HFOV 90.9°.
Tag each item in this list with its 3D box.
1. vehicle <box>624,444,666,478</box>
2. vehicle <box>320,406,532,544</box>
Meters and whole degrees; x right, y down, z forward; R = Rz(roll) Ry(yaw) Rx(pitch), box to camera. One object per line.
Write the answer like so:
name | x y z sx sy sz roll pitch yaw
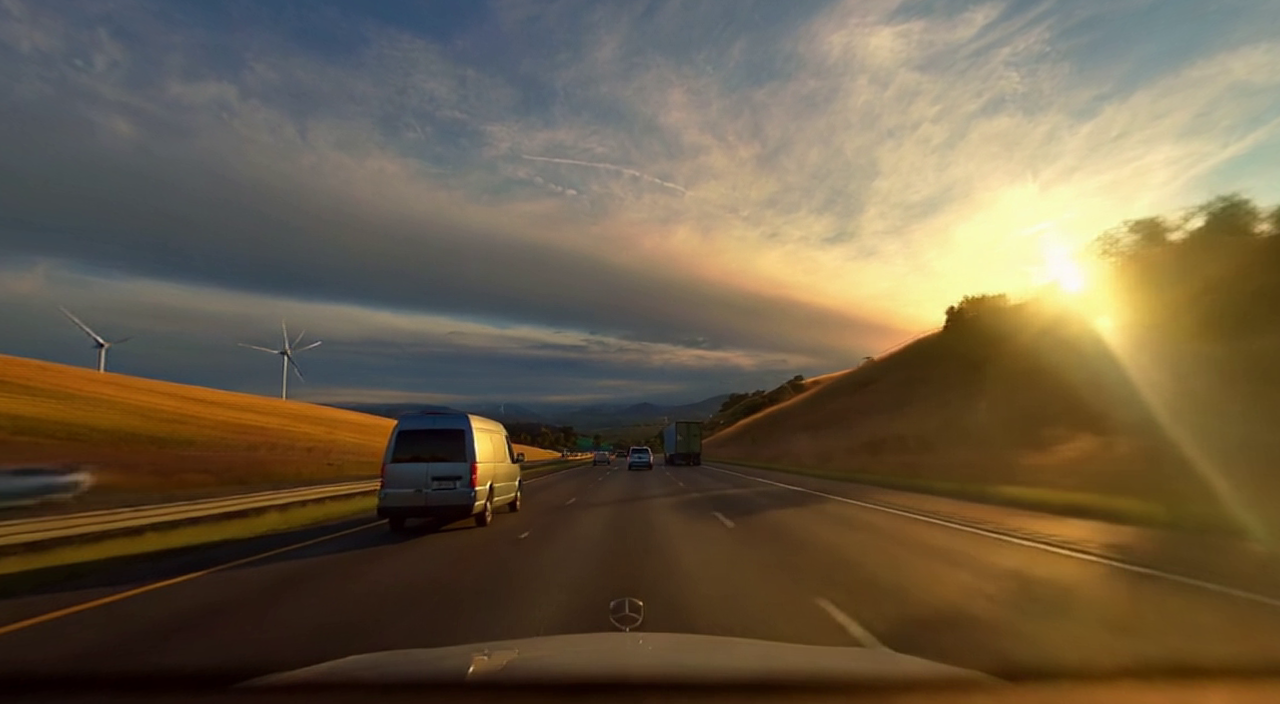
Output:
vehicle | 0.276 5.753 33.422 2.083 1.689 4.083 0 -9 0
vehicle | -3.535 2.173 11.634 2.238 1.984 4.650 0 -9 0
